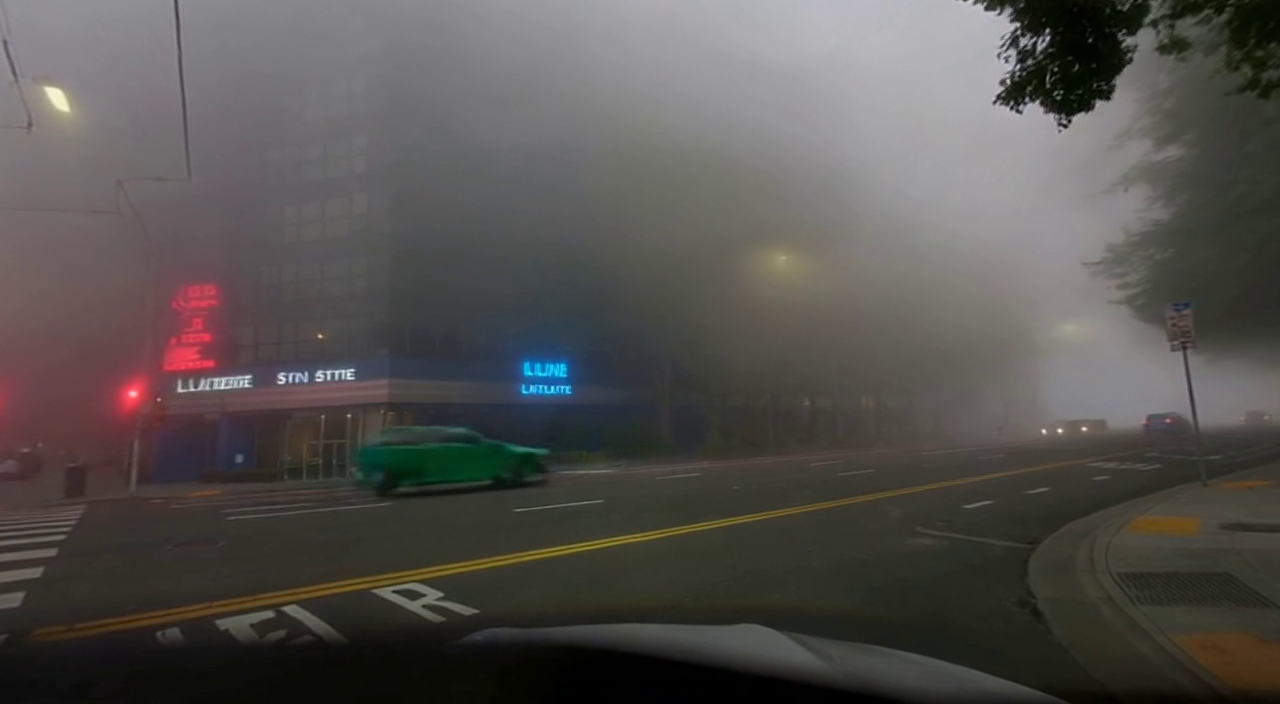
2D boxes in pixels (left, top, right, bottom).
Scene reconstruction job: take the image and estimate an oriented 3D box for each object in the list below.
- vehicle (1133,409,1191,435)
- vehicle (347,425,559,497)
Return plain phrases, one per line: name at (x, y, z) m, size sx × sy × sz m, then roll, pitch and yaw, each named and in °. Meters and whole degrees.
vehicle at (39.662, 5.350, 47.978) m, size 4.689 × 1.758 × 2.146 m, roll 6°, pitch -11°, yaw -36°
vehicle at (-4.362, 2.555, 15.130) m, size 4.442 × 1.458 × 1.902 m, roll 6°, pitch -11°, yaw -36°
